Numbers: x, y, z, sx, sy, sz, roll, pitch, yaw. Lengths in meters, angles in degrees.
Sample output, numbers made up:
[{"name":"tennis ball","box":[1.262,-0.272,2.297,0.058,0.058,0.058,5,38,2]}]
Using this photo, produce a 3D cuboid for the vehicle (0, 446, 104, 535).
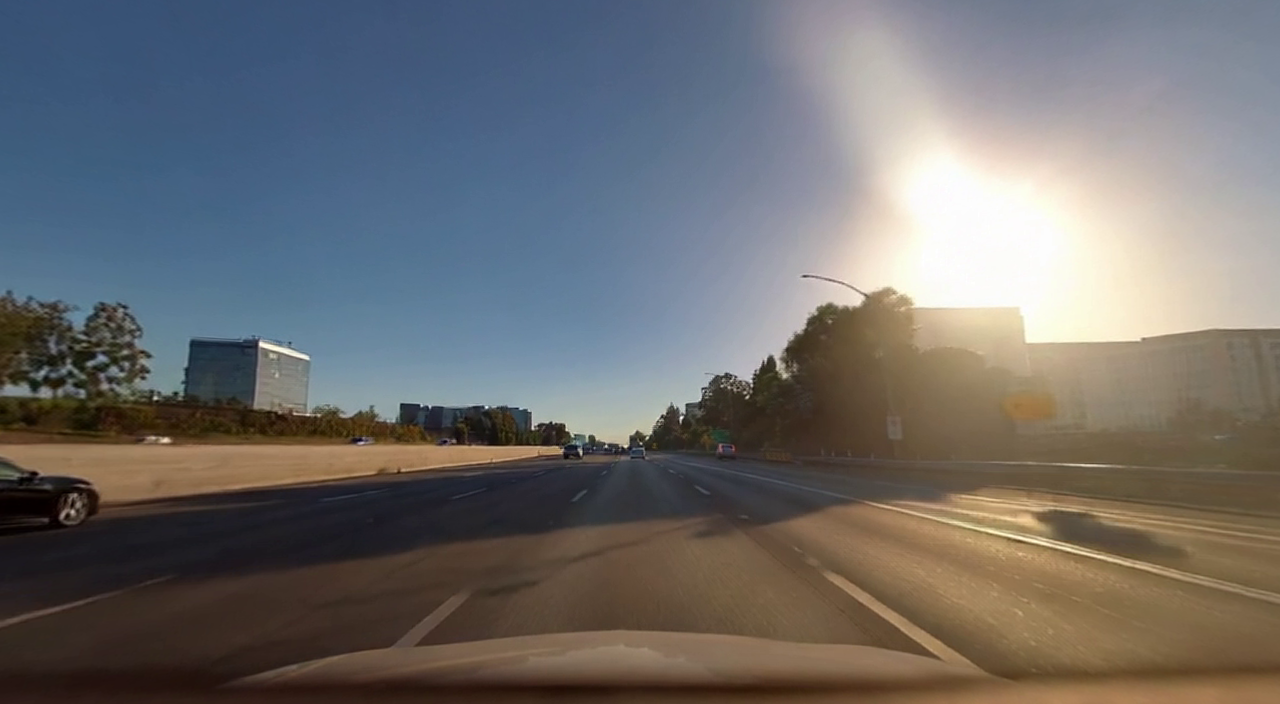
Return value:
[{"name":"vehicle","box":[-11.219,2.173,9.687,1.983,1.381,4.464,-1,-8,2]}]
